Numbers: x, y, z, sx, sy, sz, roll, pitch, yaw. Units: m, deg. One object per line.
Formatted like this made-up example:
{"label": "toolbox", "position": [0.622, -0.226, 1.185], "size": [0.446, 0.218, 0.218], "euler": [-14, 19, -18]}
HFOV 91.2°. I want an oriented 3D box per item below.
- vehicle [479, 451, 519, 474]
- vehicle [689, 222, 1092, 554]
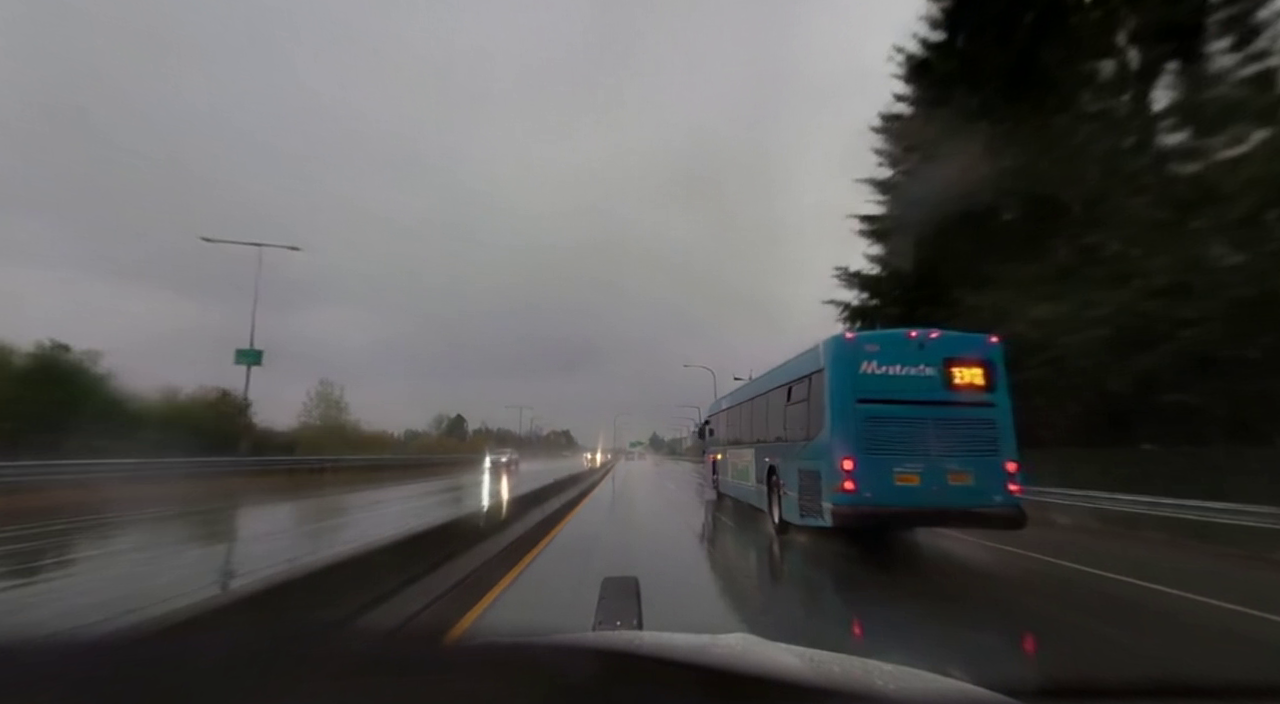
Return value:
{"label": "vehicle", "position": [-10.035, 7.888, 44.896], "size": [1.872, 1.461, 4.227], "euler": [0, -9, -1]}
{"label": "vehicle", "position": [3.548, 1.425, 14.736], "size": [3.277, 4.084, 14.213], "euler": [0, -9, -1]}
